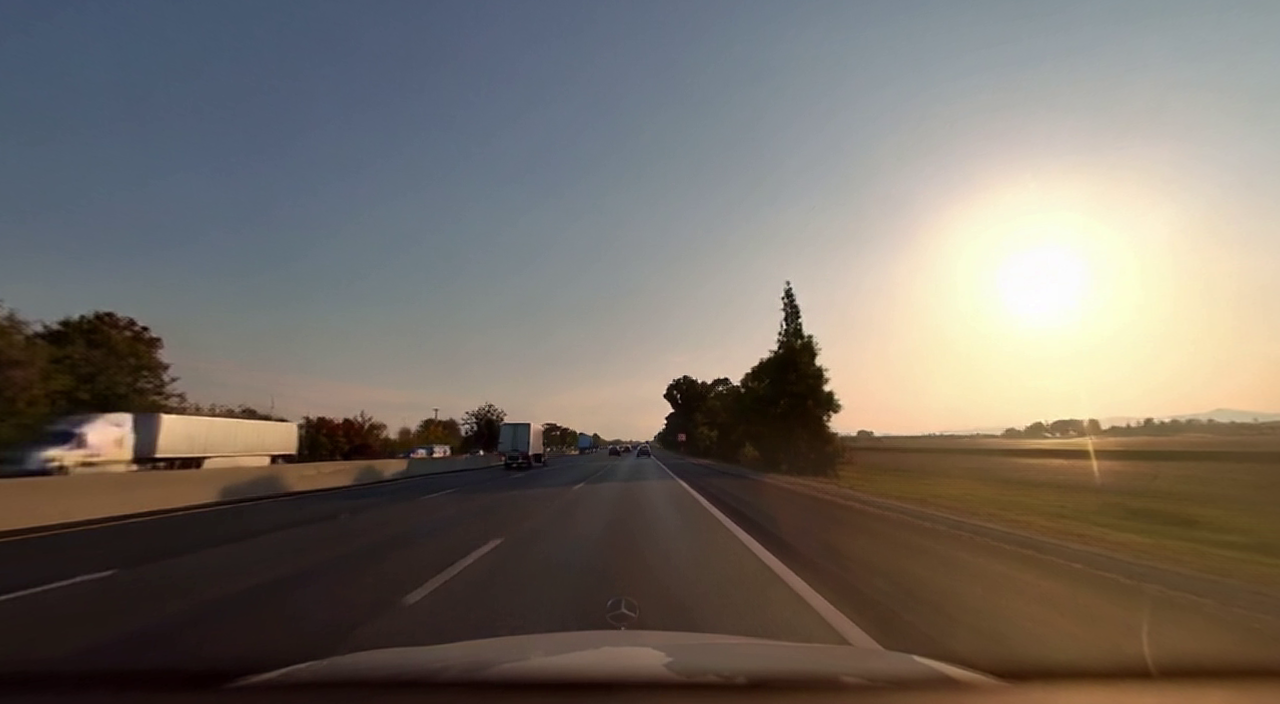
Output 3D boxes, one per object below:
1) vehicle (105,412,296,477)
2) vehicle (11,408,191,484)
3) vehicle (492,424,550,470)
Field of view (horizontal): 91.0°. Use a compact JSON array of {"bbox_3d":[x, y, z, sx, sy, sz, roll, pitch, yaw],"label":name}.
[{"bbox_3d":[-33.065,7.303,49.211,2.929,4.174,16.725,0,-9,0],"label":"vehicle"},{"bbox_3d":[-32.968,5.890,39.277,2.981,4.148,8.975,0,-9,1],"label":"vehicle"},{"bbox_3d":[-7.437,6.057,40.171,2.444,2.685,5.893,0,-9,1],"label":"vehicle"}]
